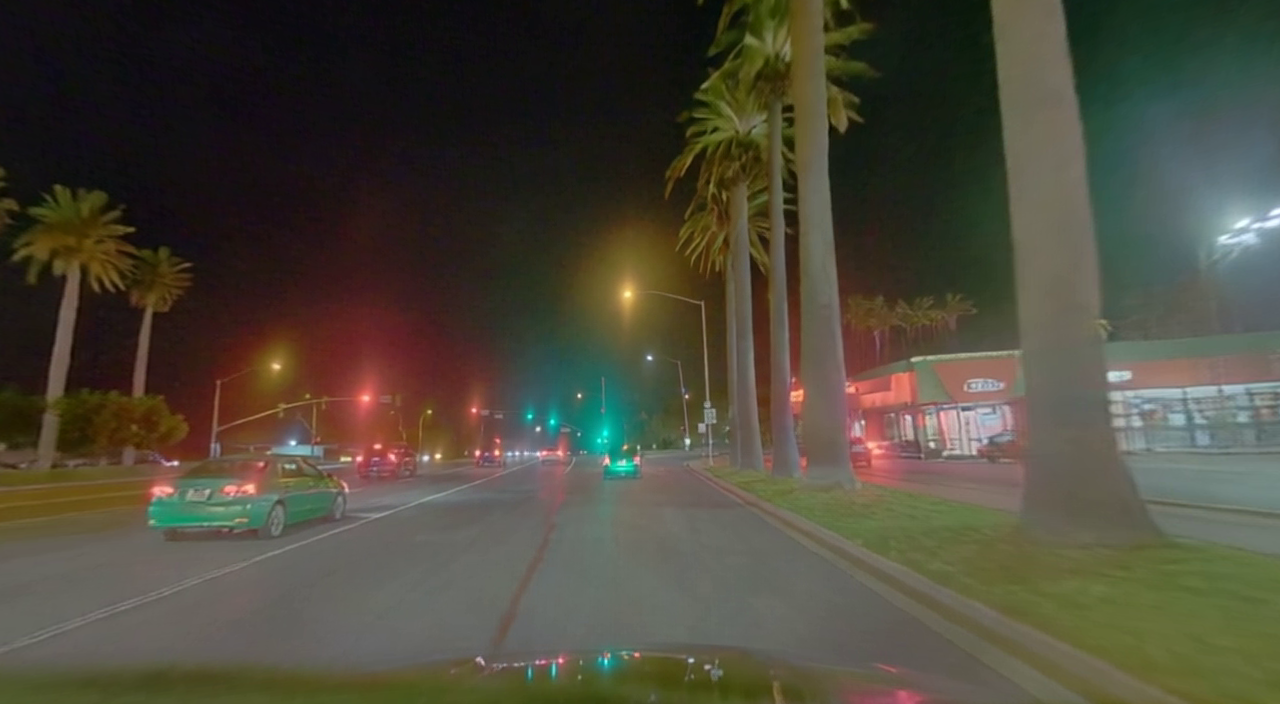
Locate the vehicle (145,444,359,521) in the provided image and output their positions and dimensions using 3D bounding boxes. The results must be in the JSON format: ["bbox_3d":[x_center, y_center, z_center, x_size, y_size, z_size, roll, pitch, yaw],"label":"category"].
[{"bbox_3d":[-8.455,2.846,14.401,1.958,1.455,4.504,0,-9,1],"label":"vehicle"}]

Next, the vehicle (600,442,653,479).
[{"bbox_3d":[-0.500,4.809,28.256,2.070,1.493,4.570,-1,-9,3],"label":"vehicle"}]

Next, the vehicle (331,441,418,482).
[{"bbox_3d":[-11.881,4.905,28.688,2.108,1.669,5.076,1,-9,-5],"label":"vehicle"}]

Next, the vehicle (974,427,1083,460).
[{"bbox_3d":[18.582,4.457,30.485,1.882,1.463,4.550,1,-10,-9],"label":"vehicle"}]
